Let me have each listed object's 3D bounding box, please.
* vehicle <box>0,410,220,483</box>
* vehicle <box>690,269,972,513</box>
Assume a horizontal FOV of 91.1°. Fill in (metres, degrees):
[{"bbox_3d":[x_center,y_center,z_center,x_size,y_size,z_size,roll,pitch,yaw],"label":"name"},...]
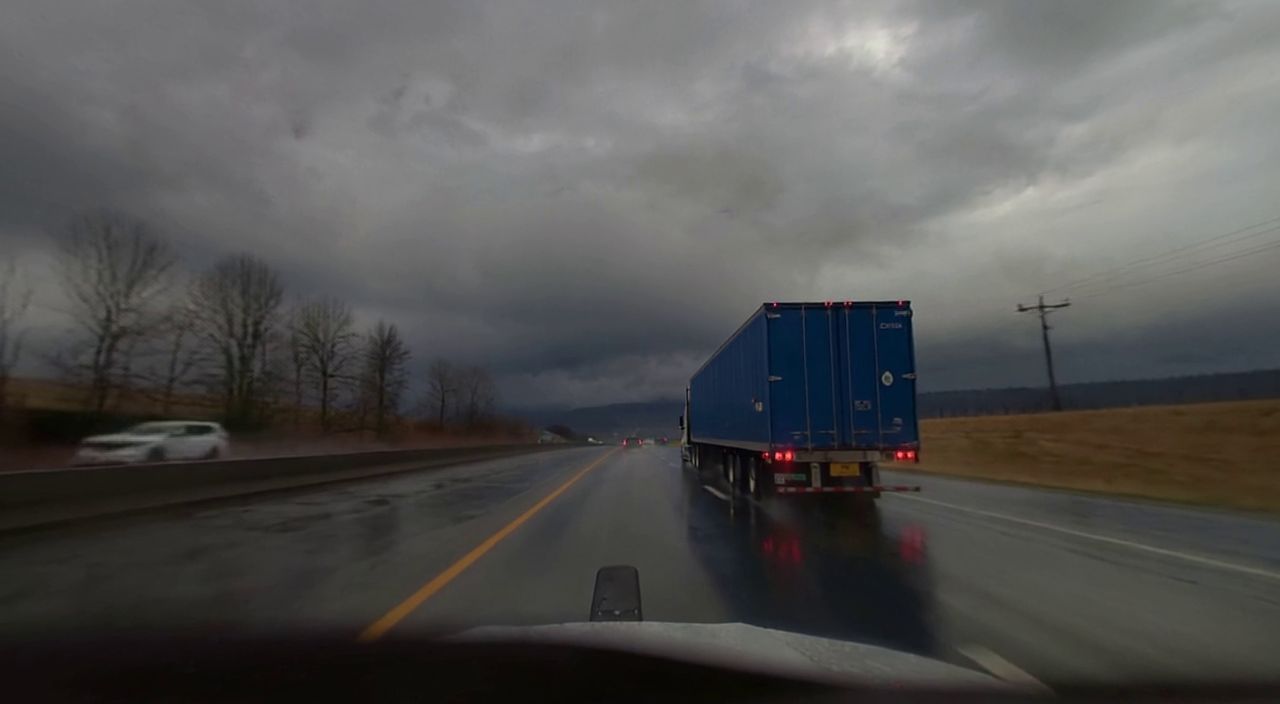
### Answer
[{"bbox_3d":[-12.809,2.322,15.641,1.878,1.556,4.128,0,-8,0],"label":"vehicle"},{"bbox_3d":[3.952,1.777,19.459,3.203,4.273,17.131,0,-8,-1],"label":"vehicle"}]
